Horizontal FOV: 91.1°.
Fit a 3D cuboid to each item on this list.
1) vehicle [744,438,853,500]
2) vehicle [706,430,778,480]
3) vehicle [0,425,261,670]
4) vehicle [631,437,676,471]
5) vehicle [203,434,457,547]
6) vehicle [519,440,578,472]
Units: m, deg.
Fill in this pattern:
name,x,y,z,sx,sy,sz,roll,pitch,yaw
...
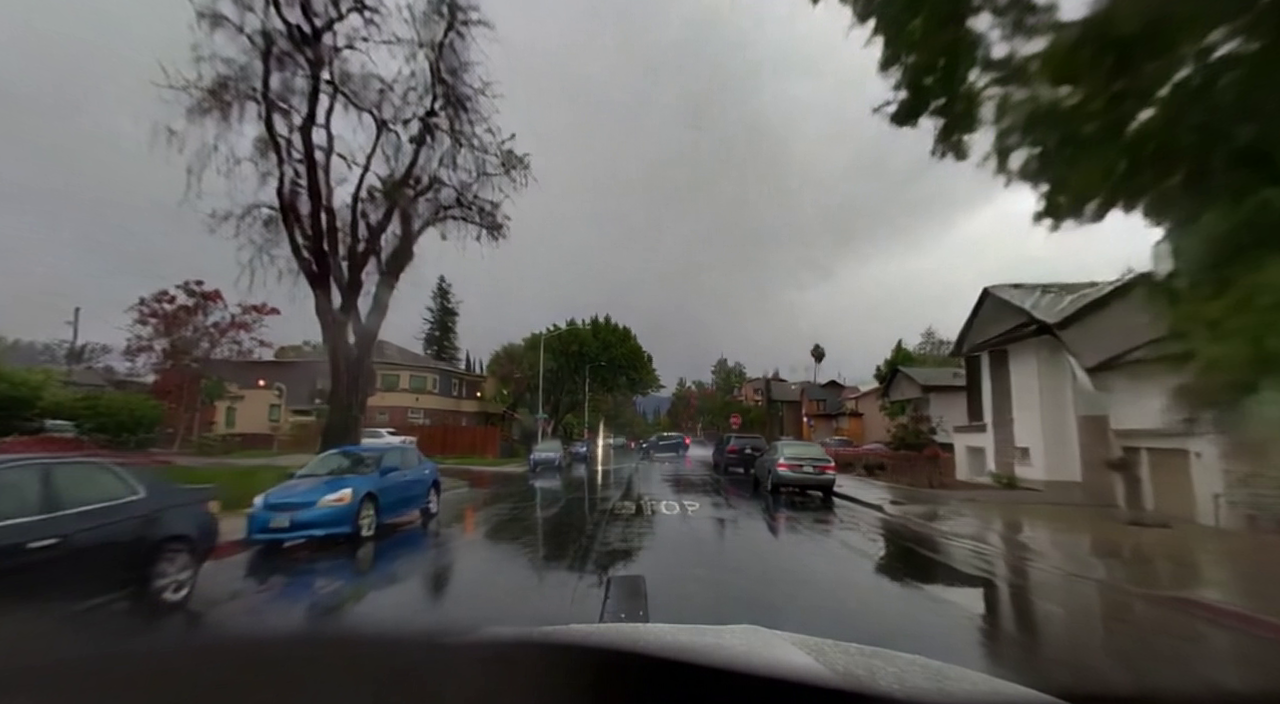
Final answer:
name,x,y,z,sx,sy,sz,roll,pitch,yaw
vehicle,4.229,3.181,17.510,1.876,1.477,4.324,0,-8,0
vehicle,4.017,4.118,25.368,2.144,1.751,4.472,2,-8,0
vehicle,-4.890,1.257,4.183,1.876,1.500,4.361,-1,-8,2
vehicle,0.619,4.936,30.505,2.010,1.499,4.107,0,-9,0
vehicle,-4.841,2.199,10.763,1.909,1.492,4.615,0,-8,1
vehicle,-4.394,5.080,30.818,1.999,1.441,4.628,-1,-8,3
